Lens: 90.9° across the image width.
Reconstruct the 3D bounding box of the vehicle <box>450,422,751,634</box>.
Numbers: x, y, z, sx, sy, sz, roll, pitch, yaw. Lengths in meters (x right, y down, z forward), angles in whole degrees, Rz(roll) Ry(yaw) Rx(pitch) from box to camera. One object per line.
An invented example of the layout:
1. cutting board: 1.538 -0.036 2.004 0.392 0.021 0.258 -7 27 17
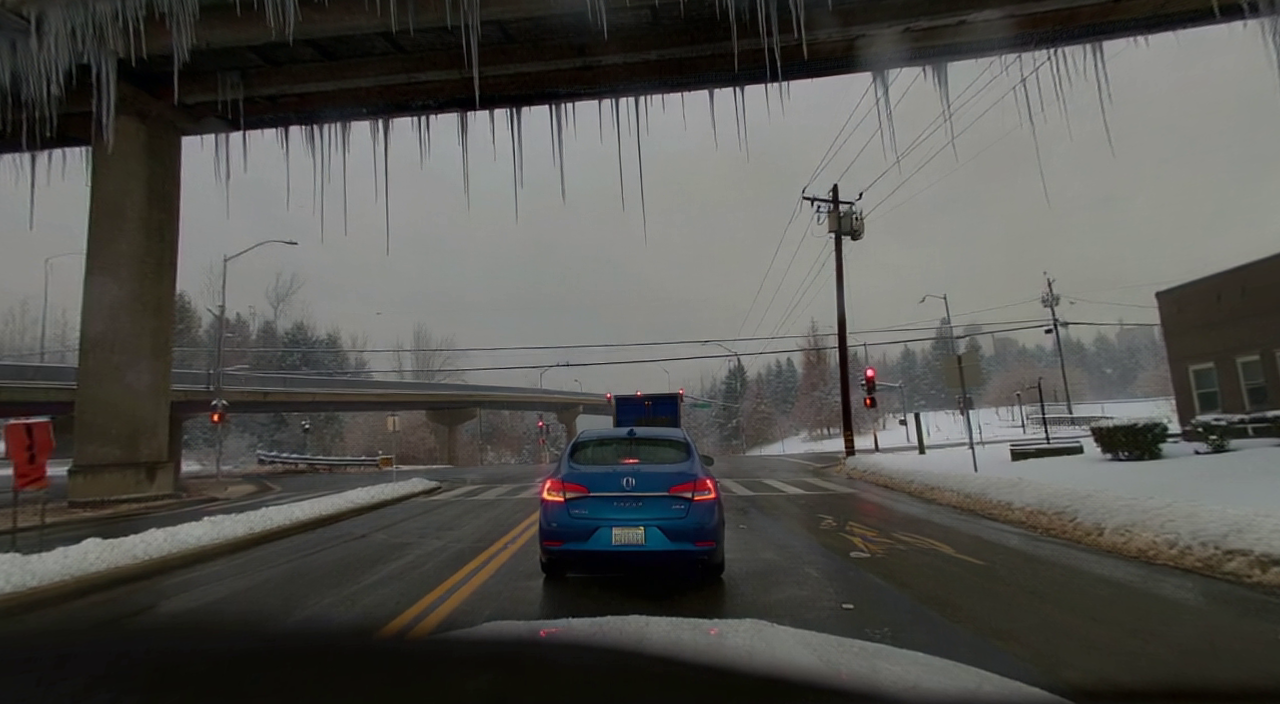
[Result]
1. vehicle: -0.240 1.534 6.476 2.090 1.458 4.033 -1 -9 1
